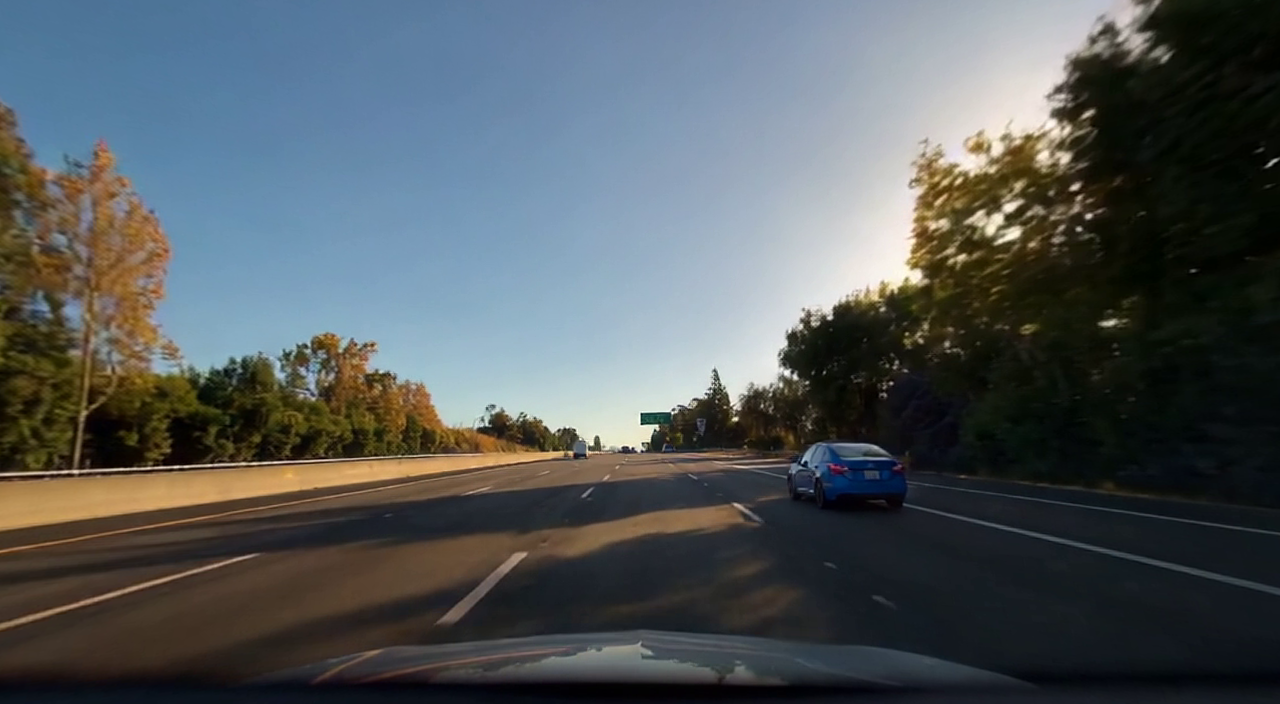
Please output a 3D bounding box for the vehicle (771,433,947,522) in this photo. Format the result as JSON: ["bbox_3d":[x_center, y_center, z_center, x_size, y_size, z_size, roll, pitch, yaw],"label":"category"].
[{"bbox_3d":[4.202,2.481,12.999,2.033,1.501,4.398,0,-9,0],"label":"vehicle"}]
